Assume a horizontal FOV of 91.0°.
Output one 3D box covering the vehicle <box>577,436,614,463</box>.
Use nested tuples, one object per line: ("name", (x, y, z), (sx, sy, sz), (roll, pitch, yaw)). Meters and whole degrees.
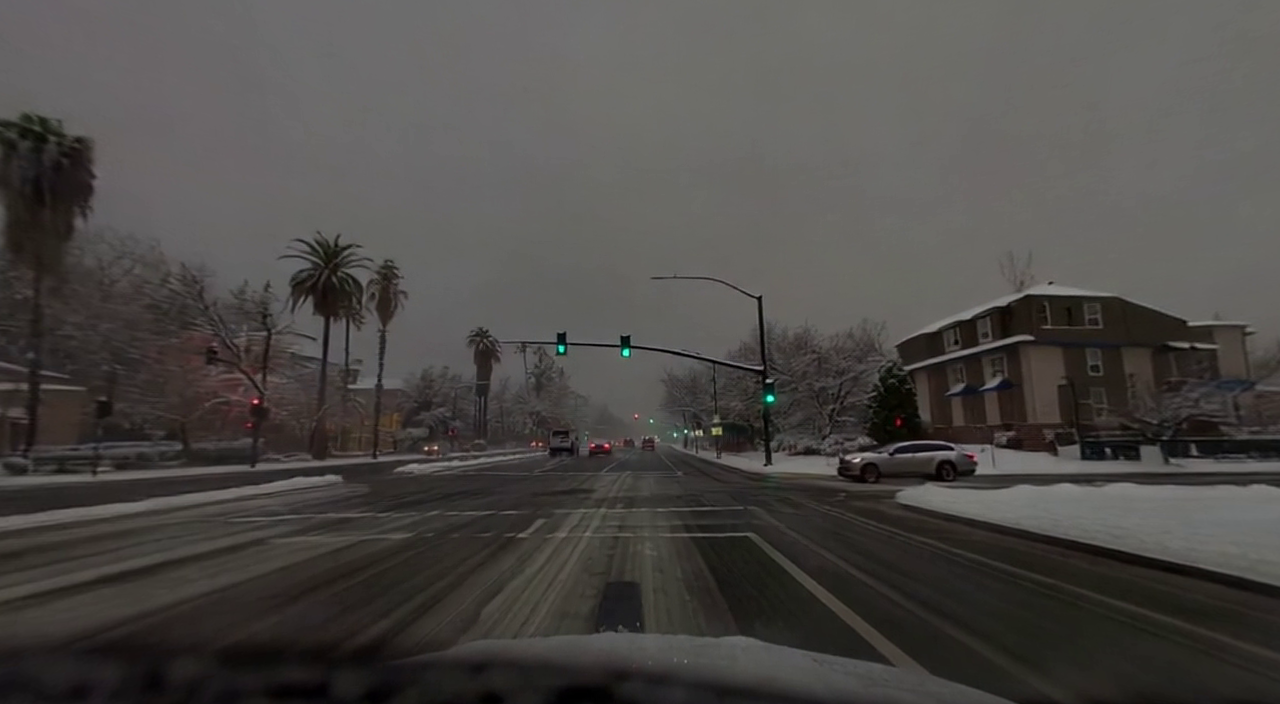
("vehicle", (-3.106, 6.930, 44.961), (2.116, 1.806, 4.516), (0, -9, 2))

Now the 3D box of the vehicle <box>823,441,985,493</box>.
("vehicle", (8.405, 3.700, 20.508), (4.509, 1.520, 1.952), (-1, -9, 11))
